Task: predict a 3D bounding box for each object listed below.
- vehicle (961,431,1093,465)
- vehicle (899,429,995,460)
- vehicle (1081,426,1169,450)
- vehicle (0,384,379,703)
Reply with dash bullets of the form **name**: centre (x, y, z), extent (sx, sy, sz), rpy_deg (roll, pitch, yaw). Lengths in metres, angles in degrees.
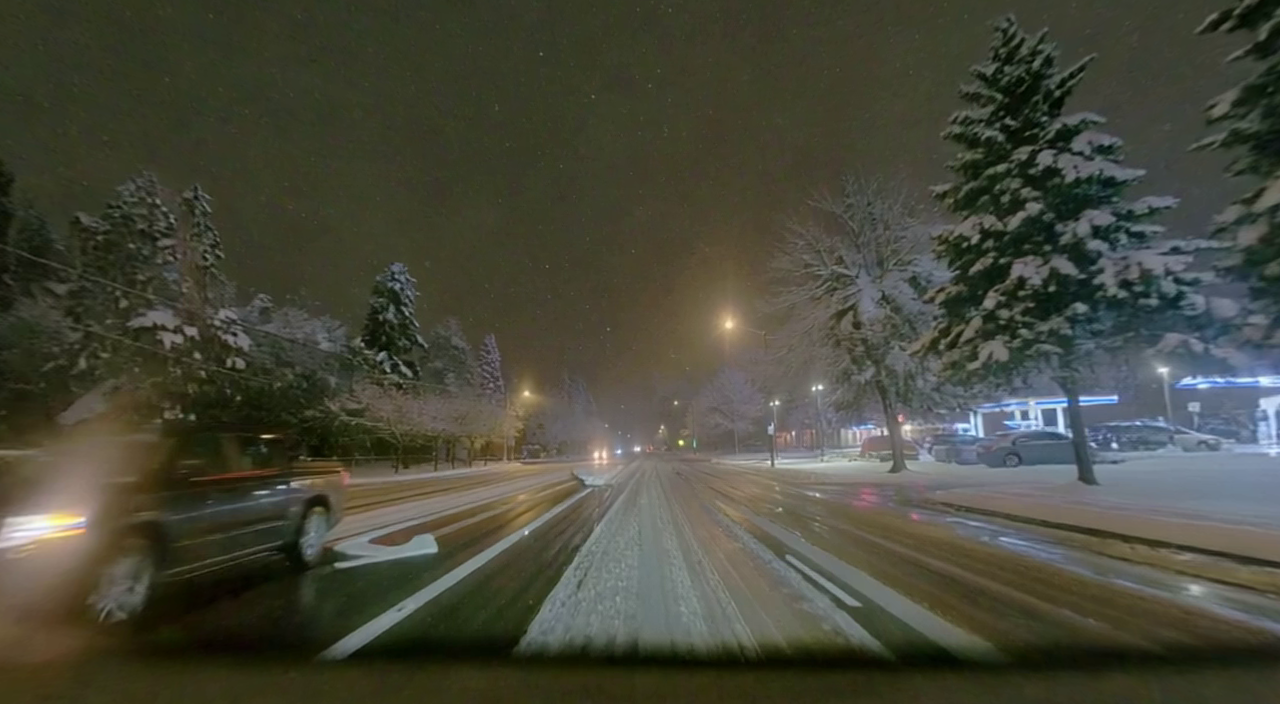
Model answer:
- **vehicle**: centre (17.213, 4.299, 28.292), extent (4.545, 1.443, 1.976), rpy_deg (-1, -9, 2)
- **vehicle**: centre (17.547, 5.326, 36.270), extent (4.426, 1.700, 2.077), rpy_deg (0, -8, -4)
- **vehicle**: centre (29.664, 5.290, 38.704), extent (3.975, 1.436, 1.668), rpy_deg (0, -8, -1)
- **vehicle**: centre (-3.927, 1.245, 4.668), extent (2.025, 1.650, 4.275), rpy_deg (-1, -8, 2)
